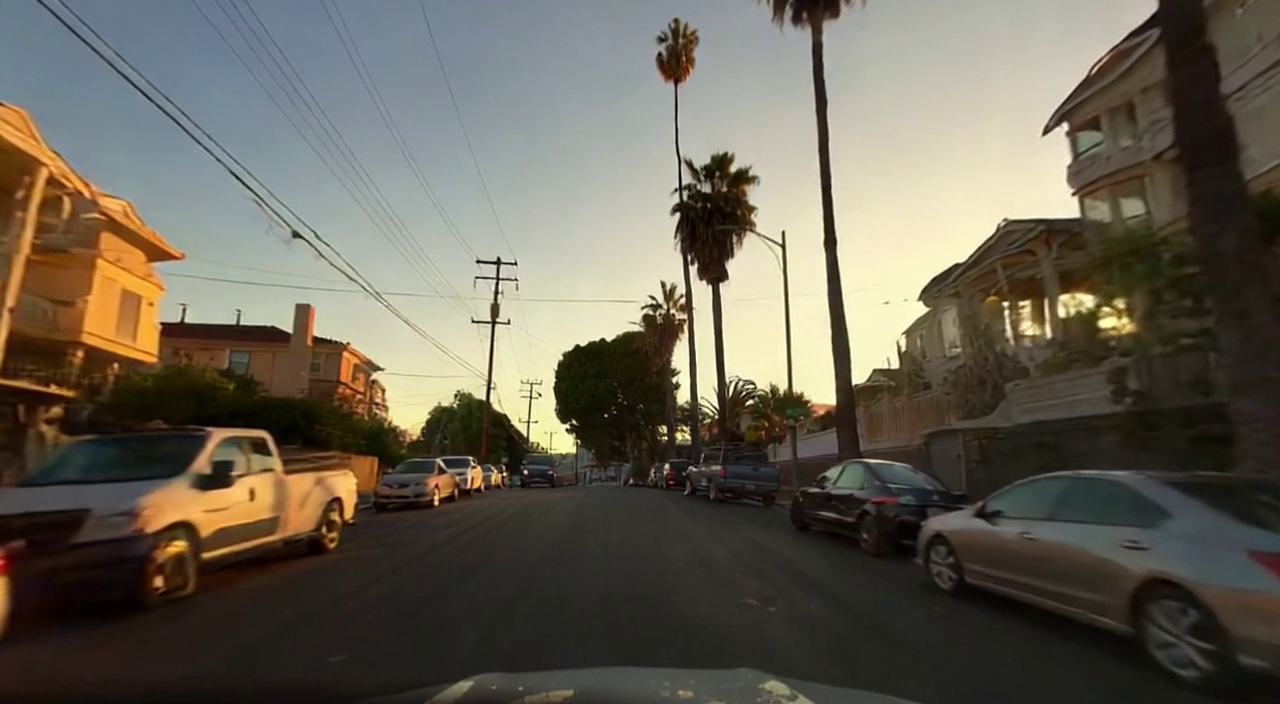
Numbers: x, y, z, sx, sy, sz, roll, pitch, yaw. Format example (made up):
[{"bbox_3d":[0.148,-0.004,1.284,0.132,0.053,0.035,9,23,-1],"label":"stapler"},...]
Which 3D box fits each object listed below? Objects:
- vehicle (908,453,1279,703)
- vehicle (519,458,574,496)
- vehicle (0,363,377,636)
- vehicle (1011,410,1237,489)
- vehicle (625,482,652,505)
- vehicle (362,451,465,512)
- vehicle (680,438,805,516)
[{"bbox_3d":[4.209,1.534,4.775,2.043,1.461,4.504,0,-9,-5],"label":"vehicle"},{"bbox_3d":[-4.196,5.697,28.972,2.060,1.483,4.574,0,-9,-3],"label":"vehicle"},{"bbox_3d":[-5.372,1.558,7.755,2.348,2.144,5.481,0,-9,-6],"label":"vehicle"},{"bbox_3d":[11.542,2.312,15.230,3.916,1.728,1.982,1,-6,-4],"label":"vehicle"},{"bbox_3d":[-0.180,11.055,49.230,1.756,1.455,3.965,0,-9,-5],"label":"vehicle"},{"bbox_3d":[-6.485,3.714,18.599,1.889,1.499,4.468,1,-9,-7],"label":"vehicle"},{"bbox_3d":[2.893,3.726,19.526,2.358,2.008,5.957,0,-9,-5],"label":"vehicle"}]
